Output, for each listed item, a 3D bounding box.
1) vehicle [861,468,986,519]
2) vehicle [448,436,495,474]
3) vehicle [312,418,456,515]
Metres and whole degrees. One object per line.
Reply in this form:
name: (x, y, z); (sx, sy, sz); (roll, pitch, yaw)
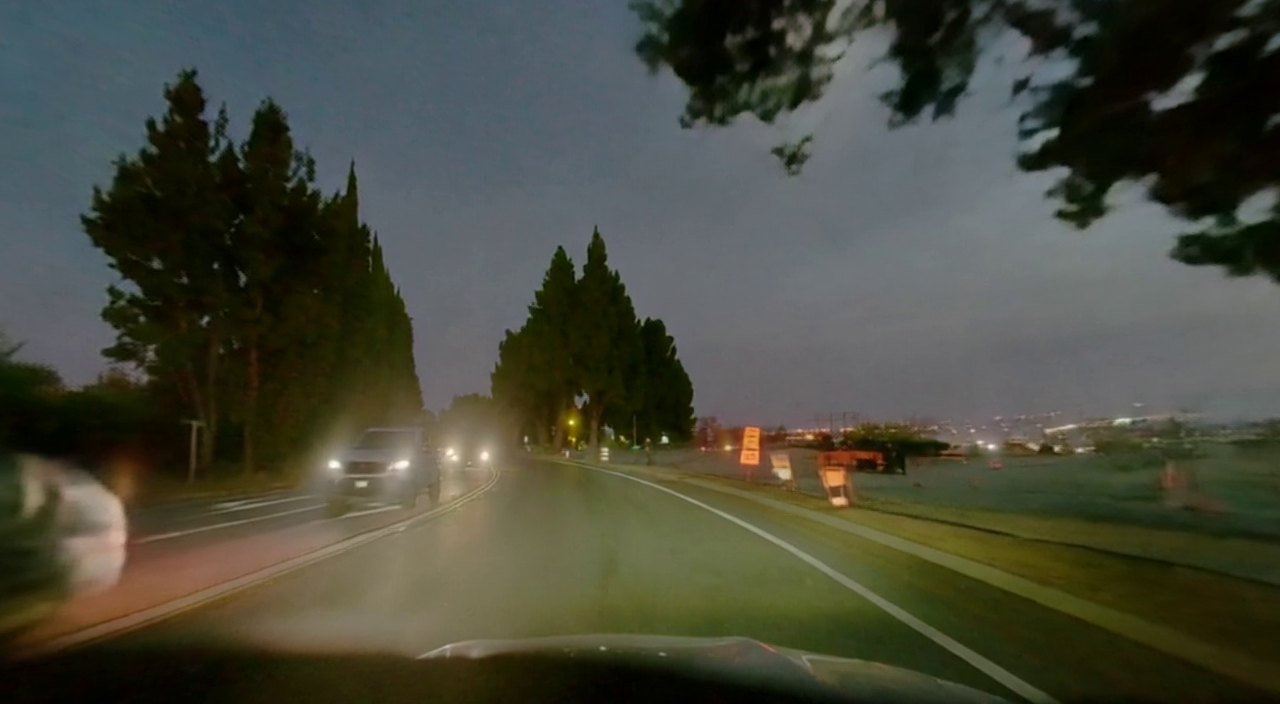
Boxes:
vehicle: (11.901, 5.894, 26.573); (4.549, 1.745, 1.960); (2, -5, -16)
vehicle: (-9.081, 5.578, 34.440); (2.193, 1.885, 4.474); (1, -9, -12)
vehicle: (-6.510, 2.945, 16.771); (2.260, 2.162, 4.555); (0, -8, -6)
